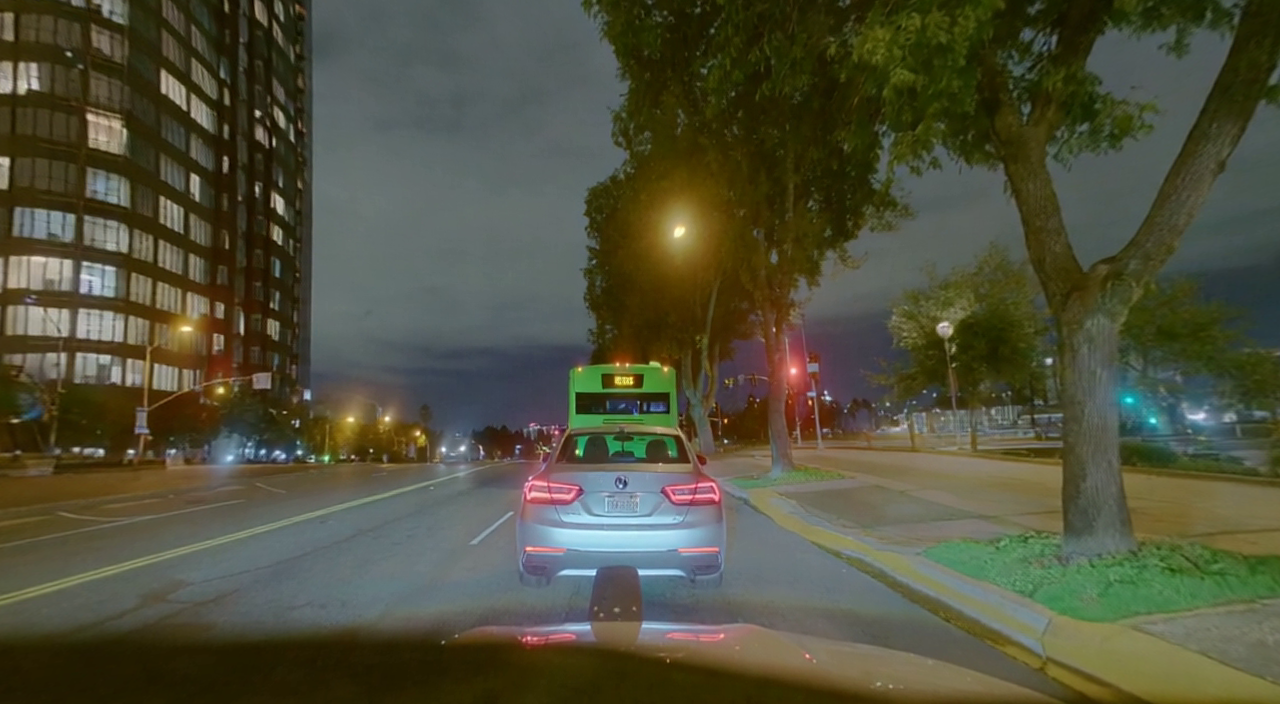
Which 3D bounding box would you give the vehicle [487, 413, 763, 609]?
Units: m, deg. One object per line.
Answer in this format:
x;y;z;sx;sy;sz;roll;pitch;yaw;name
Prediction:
-0.155;1.457;6.746;2.064;1.452;3.942;0;-8;-1;vehicle
